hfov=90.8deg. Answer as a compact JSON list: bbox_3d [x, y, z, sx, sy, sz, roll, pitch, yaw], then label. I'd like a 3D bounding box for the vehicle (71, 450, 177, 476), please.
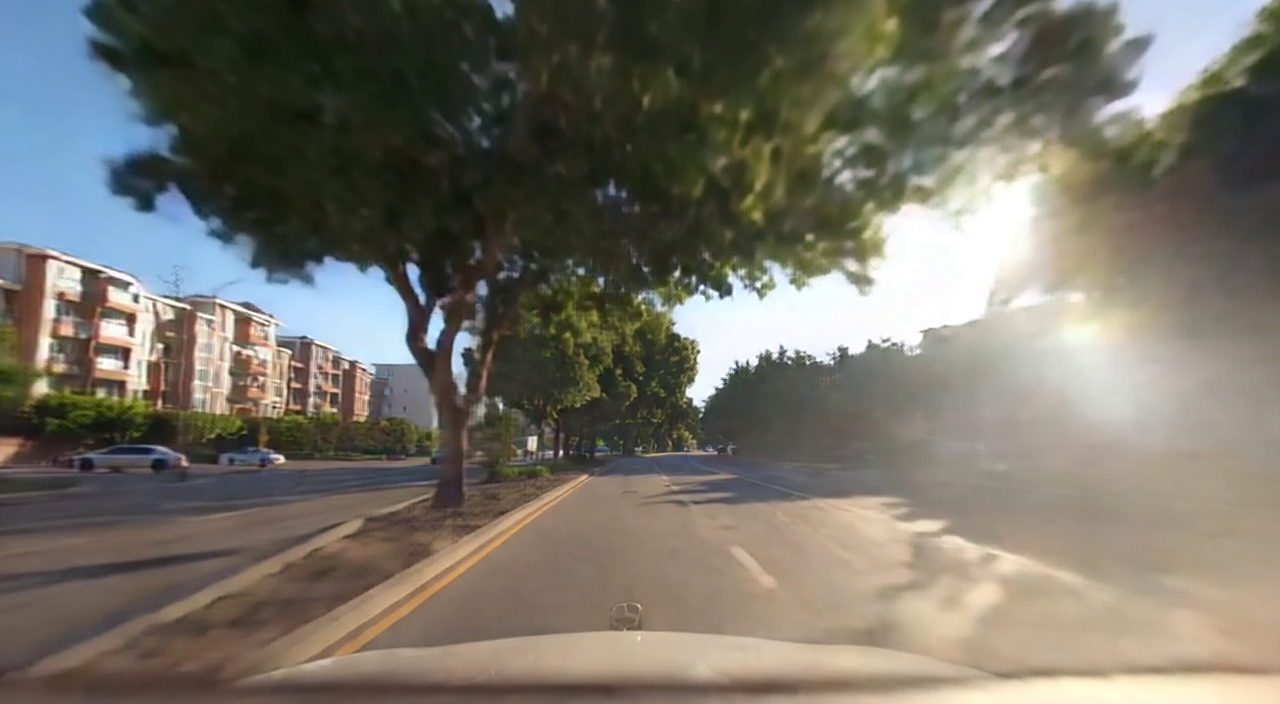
[{"bbox_3d":[-34.076,7.325,41.838,5.184,1.645,1.977,1,-9,-1],"label":"vehicle"}]
